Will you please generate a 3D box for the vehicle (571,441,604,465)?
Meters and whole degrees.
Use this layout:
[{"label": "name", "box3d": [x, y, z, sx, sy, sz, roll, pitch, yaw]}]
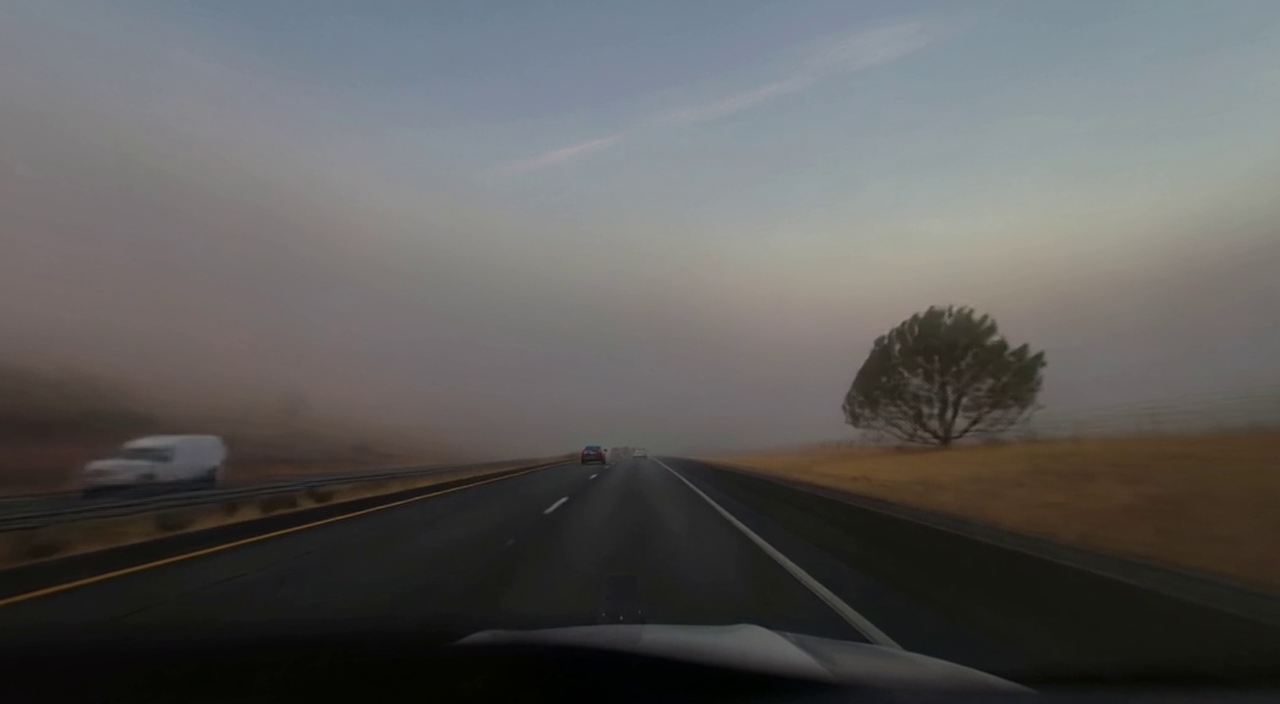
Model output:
[{"label": "vehicle", "box3d": [-3.918, 7.640, 47.632, 2.132, 1.701, 4.303, 0, -9, 0]}]
